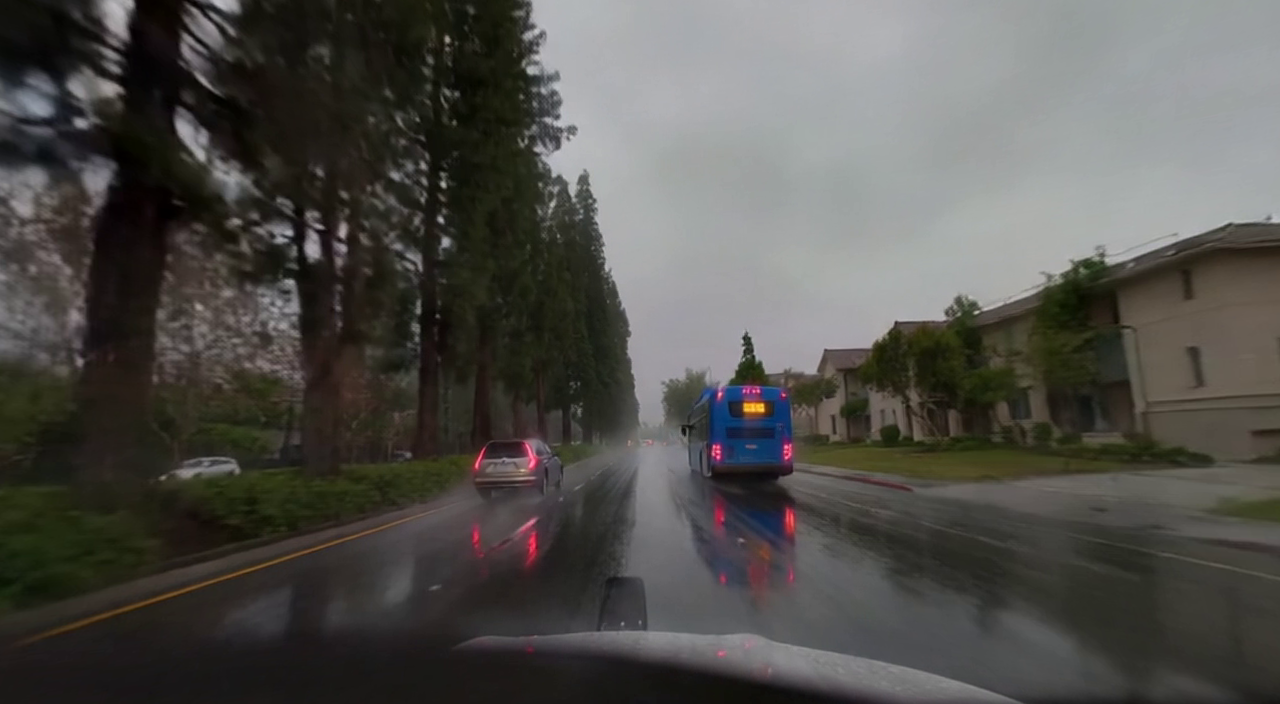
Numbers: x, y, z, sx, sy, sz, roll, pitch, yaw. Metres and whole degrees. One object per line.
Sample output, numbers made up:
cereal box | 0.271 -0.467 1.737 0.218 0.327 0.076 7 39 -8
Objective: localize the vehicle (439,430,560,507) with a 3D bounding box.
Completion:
vehicle | -3.543 3.026 16.835 2.111 1.767 4.333 0 -8 2

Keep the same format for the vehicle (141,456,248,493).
vehicle | -22.243 6.097 31.603 2.018 1.648 4.631 0 -8 -1

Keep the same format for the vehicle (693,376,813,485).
vehicle | 3.929 3.283 25.336 3.072 3.278 12.747 0 -8 3
